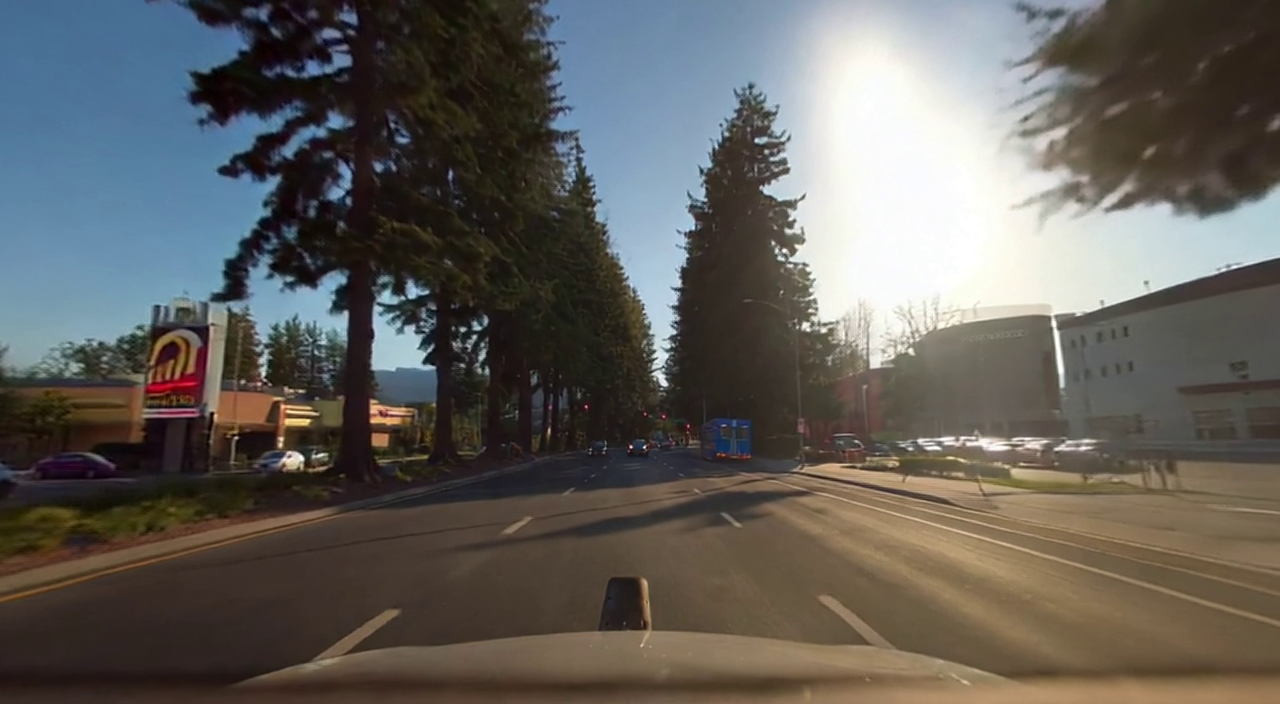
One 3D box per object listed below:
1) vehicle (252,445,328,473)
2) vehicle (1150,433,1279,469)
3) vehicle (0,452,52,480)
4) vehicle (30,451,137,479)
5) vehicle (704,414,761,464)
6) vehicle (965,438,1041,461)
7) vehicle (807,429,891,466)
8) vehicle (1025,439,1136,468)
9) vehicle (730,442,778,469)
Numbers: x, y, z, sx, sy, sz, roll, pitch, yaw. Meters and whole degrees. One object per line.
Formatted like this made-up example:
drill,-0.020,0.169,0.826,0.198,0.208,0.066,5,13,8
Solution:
vehicle,-22.926,6.996,41.567,1.936,1.654,4.857,-1,-8,4
vehicle,28.655,4.941,31.388,4.589,1.524,1.999,-6,-7,26
vehicle,-36.691,6.560,36.315,4.232,1.477,1.772,-2,-9,10
vehicle,-31.365,6.375,35.583,4.566,1.484,2.051,-2,-9,12
vehicle,6.658,6.445,46.483,2.891,3.361,7.843,0,-8,-1
vehicle,25.884,6.997,45.147,4.545,1.571,1.769,-5,-9,25
vehicle,13.590,6.163,40.816,5.354,2.214,2.504,6,-11,-38
vehicle,23.900,5.544,34.424,4.744,1.481,1.855,-6,-10,33
vehicle,6.624,6.055,37.210,1.980,1.473,4.537,0,-8,0
